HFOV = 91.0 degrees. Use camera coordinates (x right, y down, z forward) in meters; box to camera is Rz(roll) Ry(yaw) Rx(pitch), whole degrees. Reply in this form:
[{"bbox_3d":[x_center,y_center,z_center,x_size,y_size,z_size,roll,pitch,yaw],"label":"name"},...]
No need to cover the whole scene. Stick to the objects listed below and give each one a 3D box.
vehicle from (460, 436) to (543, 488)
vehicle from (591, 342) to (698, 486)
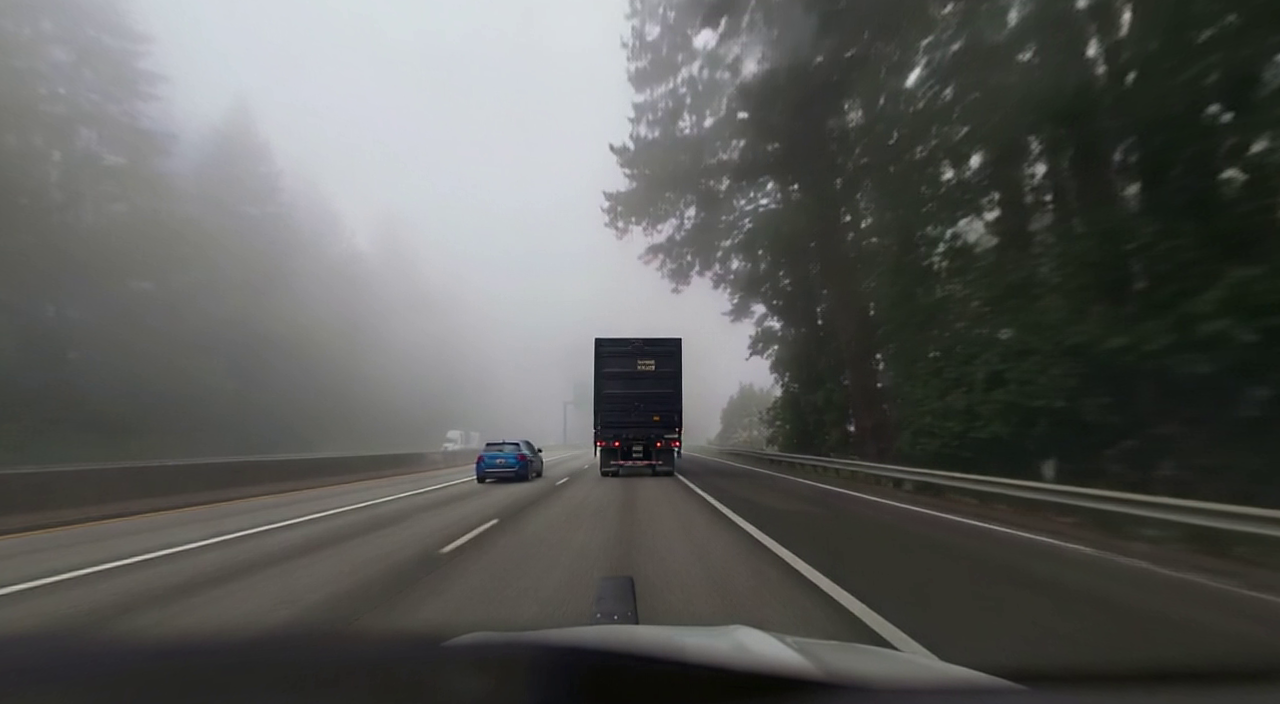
[{"bbox_3d":[-4.500,3.634,21.180,1.854,1.530,4.268,0,-8,0],"label":"vehicle"},{"bbox_3d":[0.002,2.527,23.607,3.073,4.196,10.546,0,-8,-1],"label":"vehicle"}]
